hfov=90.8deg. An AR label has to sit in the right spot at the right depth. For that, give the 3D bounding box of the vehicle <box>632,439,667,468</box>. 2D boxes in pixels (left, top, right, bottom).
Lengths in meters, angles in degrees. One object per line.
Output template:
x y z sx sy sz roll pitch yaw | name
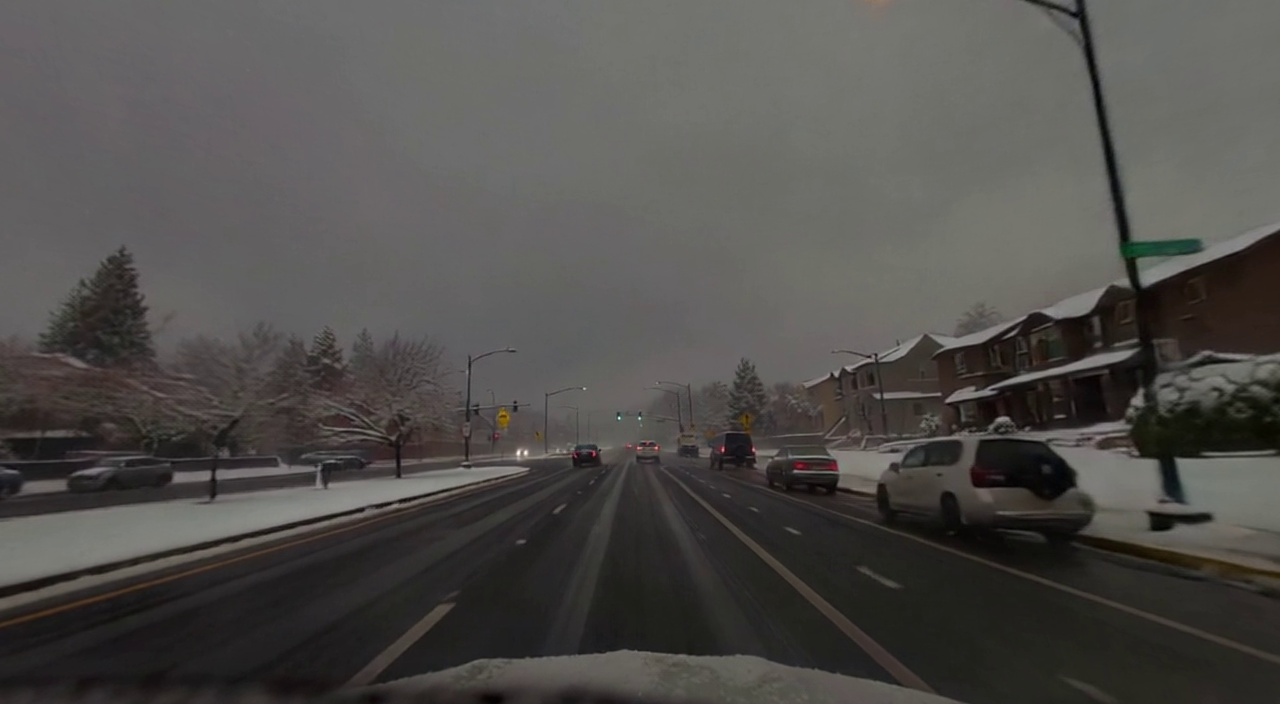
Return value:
0.608 7.072 44.178 2.273 1.851 5.075 0 -9 -1 | vehicle

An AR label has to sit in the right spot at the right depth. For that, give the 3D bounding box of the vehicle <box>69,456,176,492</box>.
-25.603 6.026 31.453 1.794 1.595 4.123 0 -9 0 | vehicle

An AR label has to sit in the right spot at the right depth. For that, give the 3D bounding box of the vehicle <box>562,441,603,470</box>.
-3.712 6.787 41.460 2.233 1.775 4.491 0 -9 1 | vehicle

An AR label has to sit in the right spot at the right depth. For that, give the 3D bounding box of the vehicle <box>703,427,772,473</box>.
5.455 5.686 36.799 2.763 2.329 7.864 -1 -9 0 | vehicle

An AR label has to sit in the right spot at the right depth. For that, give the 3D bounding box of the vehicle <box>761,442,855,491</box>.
5.776 3.979 22.311 1.910 1.520 4.375 0 -9 -3 | vehicle

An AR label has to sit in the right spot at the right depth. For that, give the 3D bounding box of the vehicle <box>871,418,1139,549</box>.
5.803 2.139 10.932 2.020 1.762 4.559 0 -9 2 | vehicle
